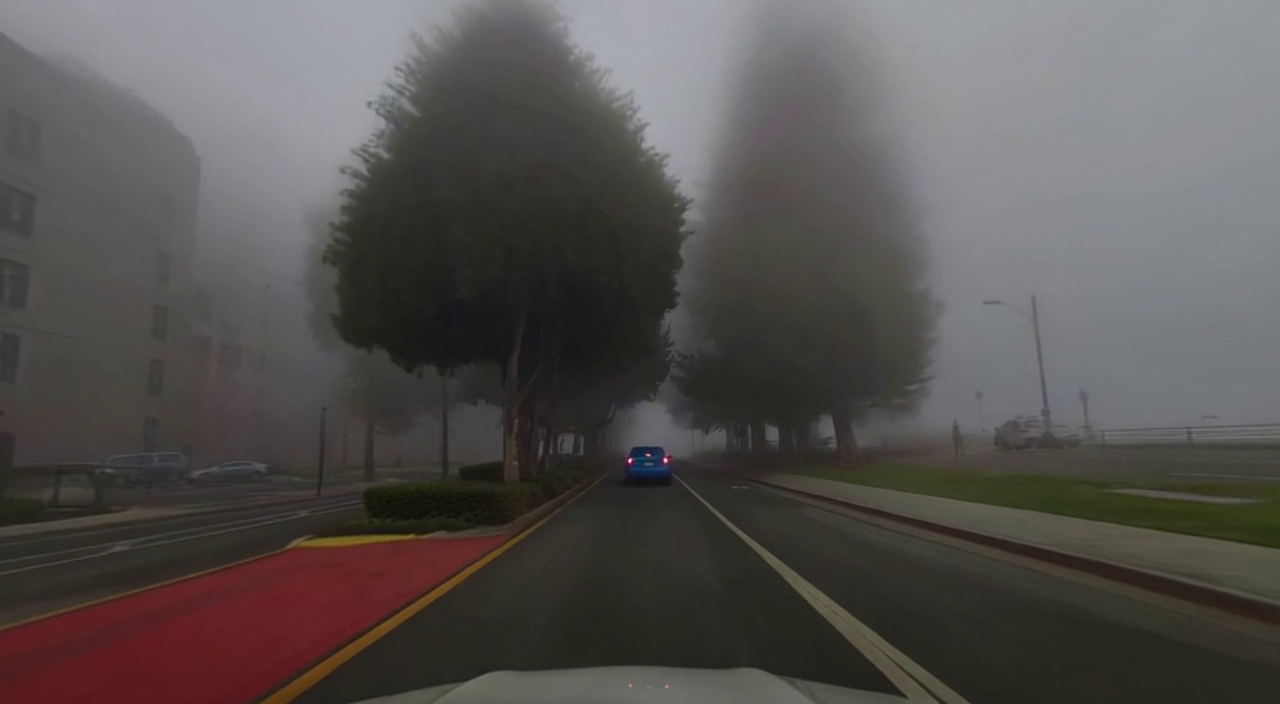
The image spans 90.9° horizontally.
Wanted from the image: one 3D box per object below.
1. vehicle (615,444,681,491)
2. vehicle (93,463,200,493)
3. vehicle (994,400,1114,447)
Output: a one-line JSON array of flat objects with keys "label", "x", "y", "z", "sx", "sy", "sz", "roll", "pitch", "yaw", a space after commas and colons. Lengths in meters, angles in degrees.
[{"label": "vehicle", "x": 0.251, "y": 3.914, "z": 21.653, "sx": 2.063, "sy": 1.442, "sz": 4.135, "roll": 0, "pitch": -9, "yaw": 0}, {"label": "vehicle", "x": -30.421, "y": 7.740, "z": 38.938, "sx": 4.962, "sy": 1.561, "sz": 1.997, "roll": 7, "pitch": -11, "yaw": -39}, {"label": "vehicle", "x": 15.340, "y": 2.750, "z": 23.632, "sx": 1.979, "sy": 1.460, "sz": 3.848, "roll": -2, "pitch": -10, "yaw": 3}]
